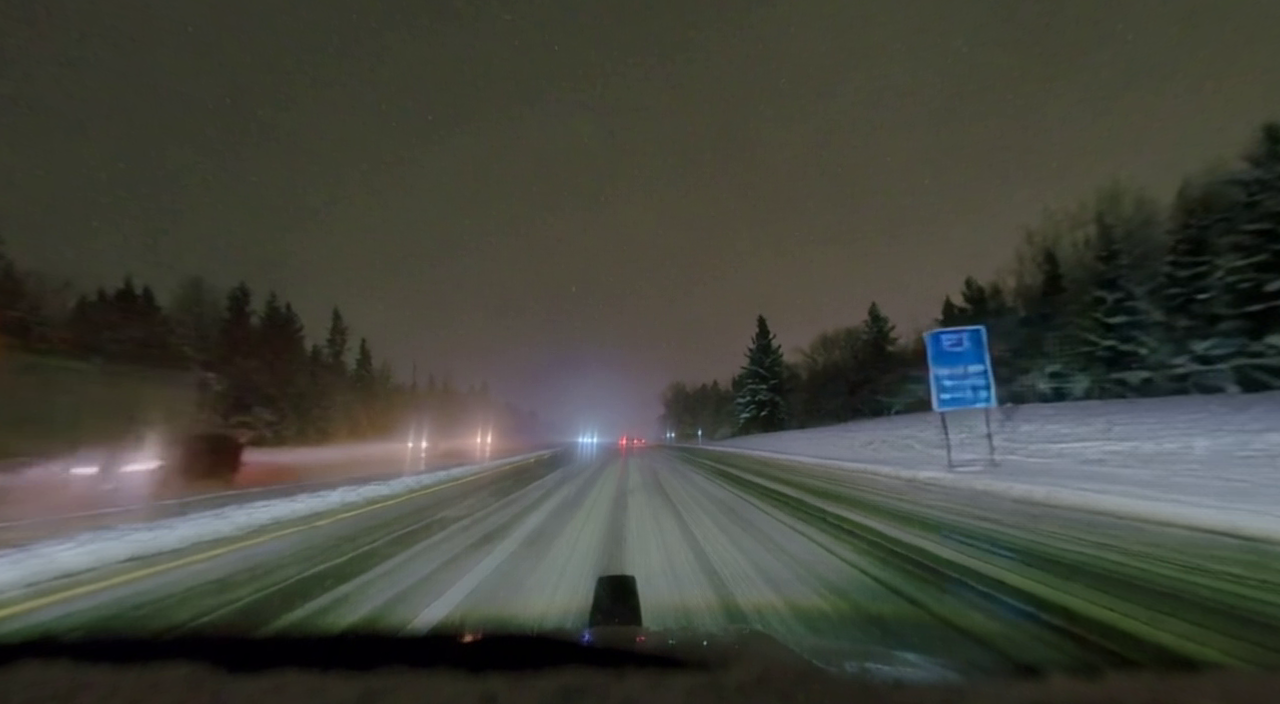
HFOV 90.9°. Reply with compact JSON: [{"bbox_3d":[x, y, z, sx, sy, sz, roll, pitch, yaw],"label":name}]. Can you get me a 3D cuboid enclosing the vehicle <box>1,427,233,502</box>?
[{"bbox_3d":[-12.259,2.616,15.285,1.865,1.520,4.412,0,-7,0],"label":"vehicle"}]
